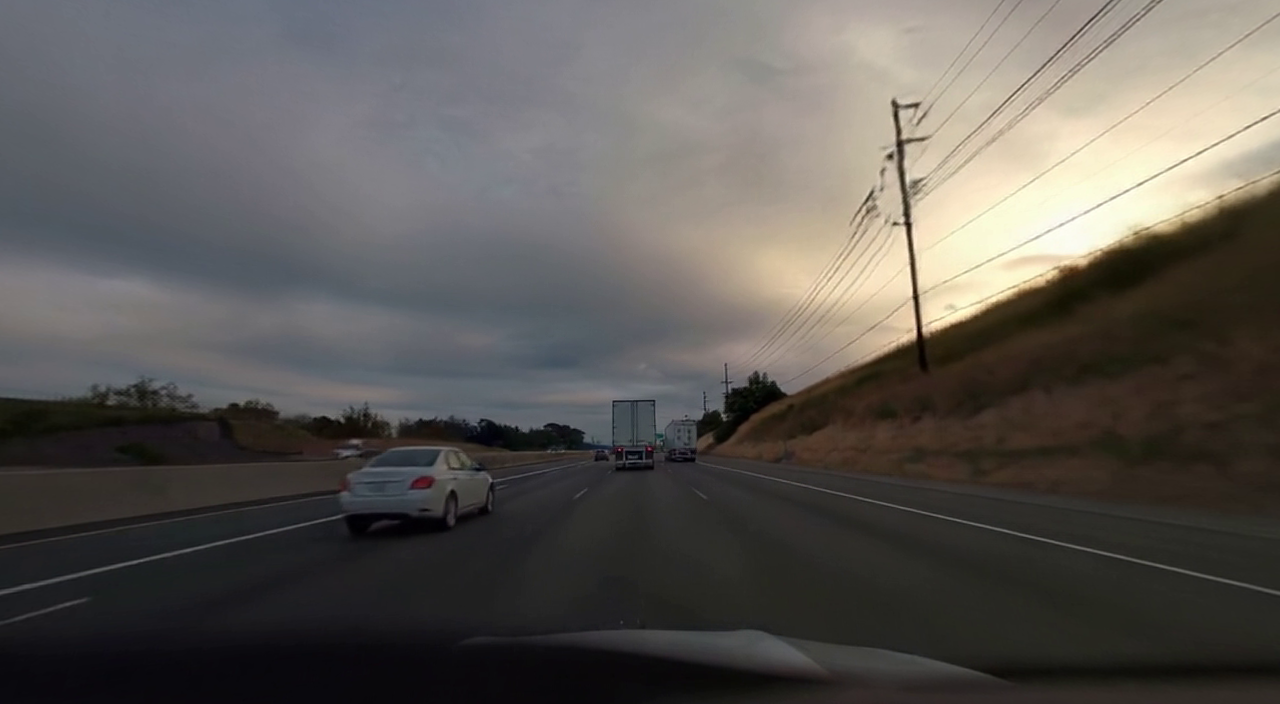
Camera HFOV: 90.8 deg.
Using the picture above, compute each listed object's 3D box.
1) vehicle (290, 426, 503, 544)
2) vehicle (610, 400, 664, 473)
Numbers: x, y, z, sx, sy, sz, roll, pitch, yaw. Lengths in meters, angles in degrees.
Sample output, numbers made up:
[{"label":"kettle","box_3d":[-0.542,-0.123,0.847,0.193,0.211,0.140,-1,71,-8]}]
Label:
[{"label":"vehicle","box_3d":[-3.964,2.237,11.236,2.050,1.679,4.253,0,-9,0]},{"label":"vehicle","box_3d":[-0.137,5.476,40.225,2.985,4.025,10.982,0,-9,0]}]
